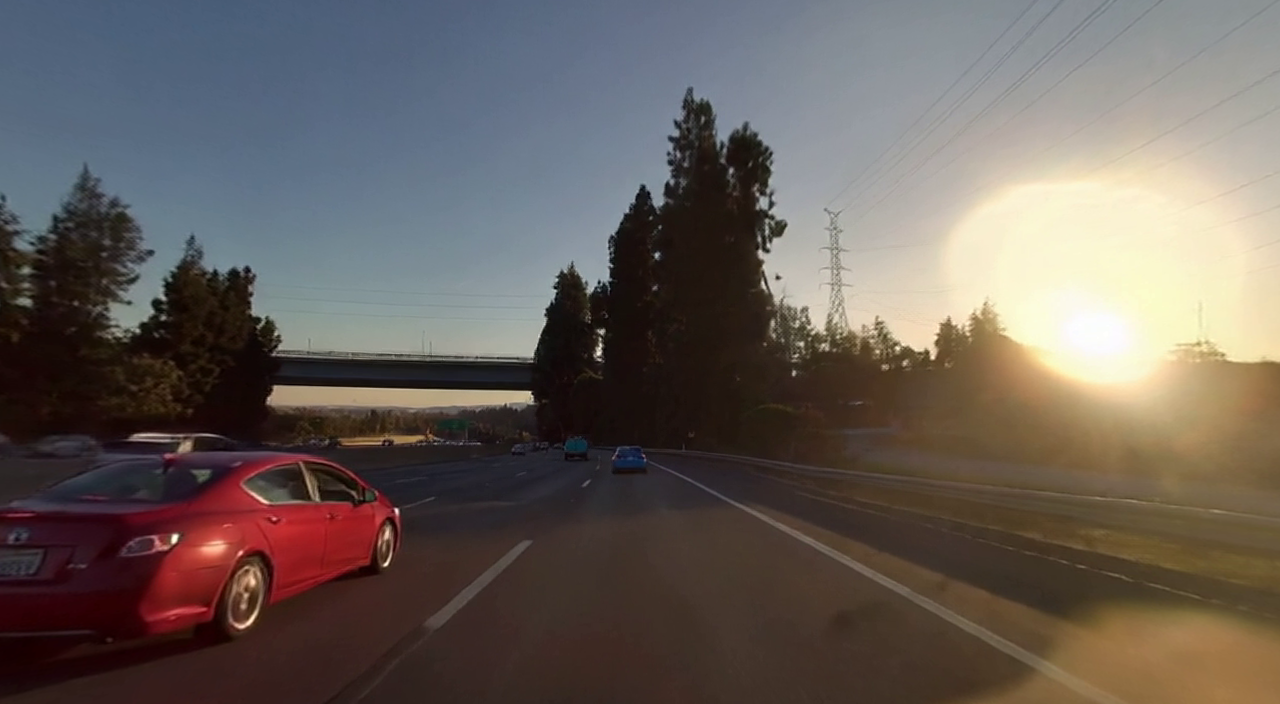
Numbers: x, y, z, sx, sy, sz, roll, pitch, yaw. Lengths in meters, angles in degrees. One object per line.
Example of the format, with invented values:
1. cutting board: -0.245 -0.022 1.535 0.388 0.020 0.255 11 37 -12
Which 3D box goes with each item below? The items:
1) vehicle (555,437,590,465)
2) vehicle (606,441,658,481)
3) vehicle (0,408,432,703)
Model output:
1. vehicle: -4.676 6.898 43.862 2.174 1.806 3.932 0 -9 -3
2. vehicle: -0.384 4.373 25.503 1.954 1.460 3.983 0 -8 -2
3. vehicle: -3.572 1.367 5.311 2.035 1.514 4.600 0 -8 0
